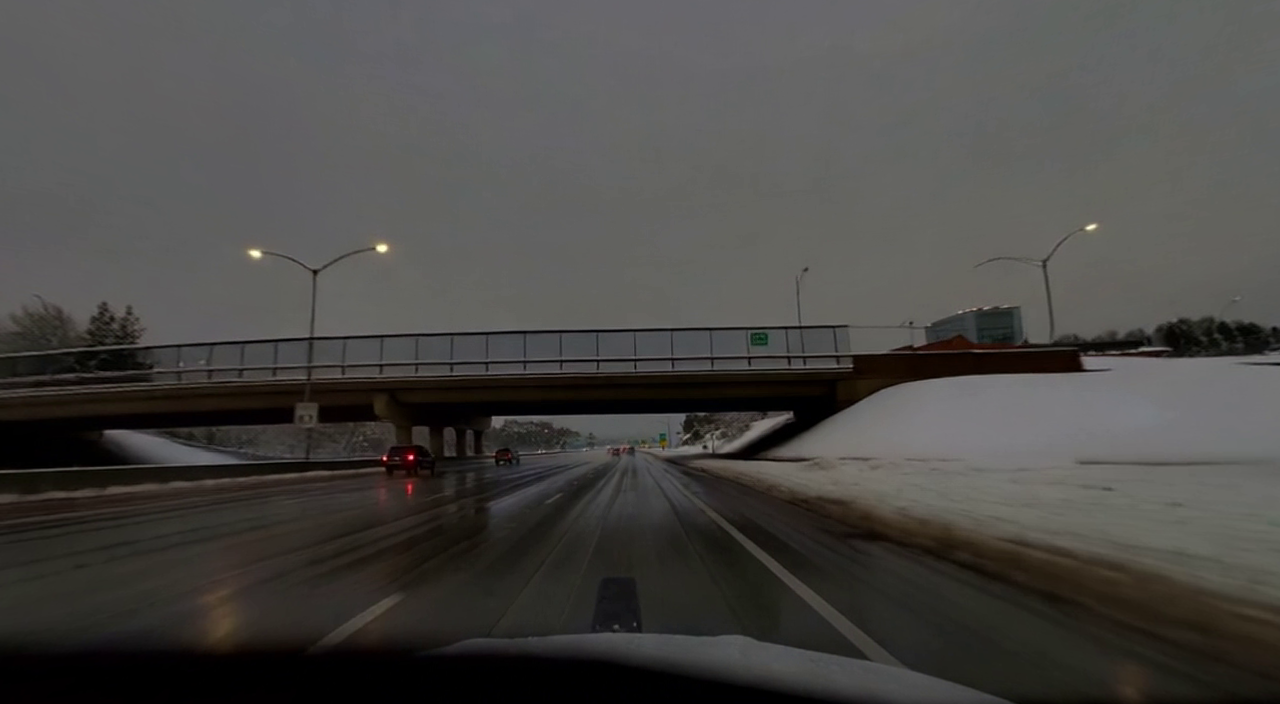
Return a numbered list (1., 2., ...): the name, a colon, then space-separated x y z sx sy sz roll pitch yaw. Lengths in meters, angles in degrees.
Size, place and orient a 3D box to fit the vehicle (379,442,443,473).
1. vehicle: -14.333 6.595 39.907 2.049 1.792 5.177 0 -9 0
